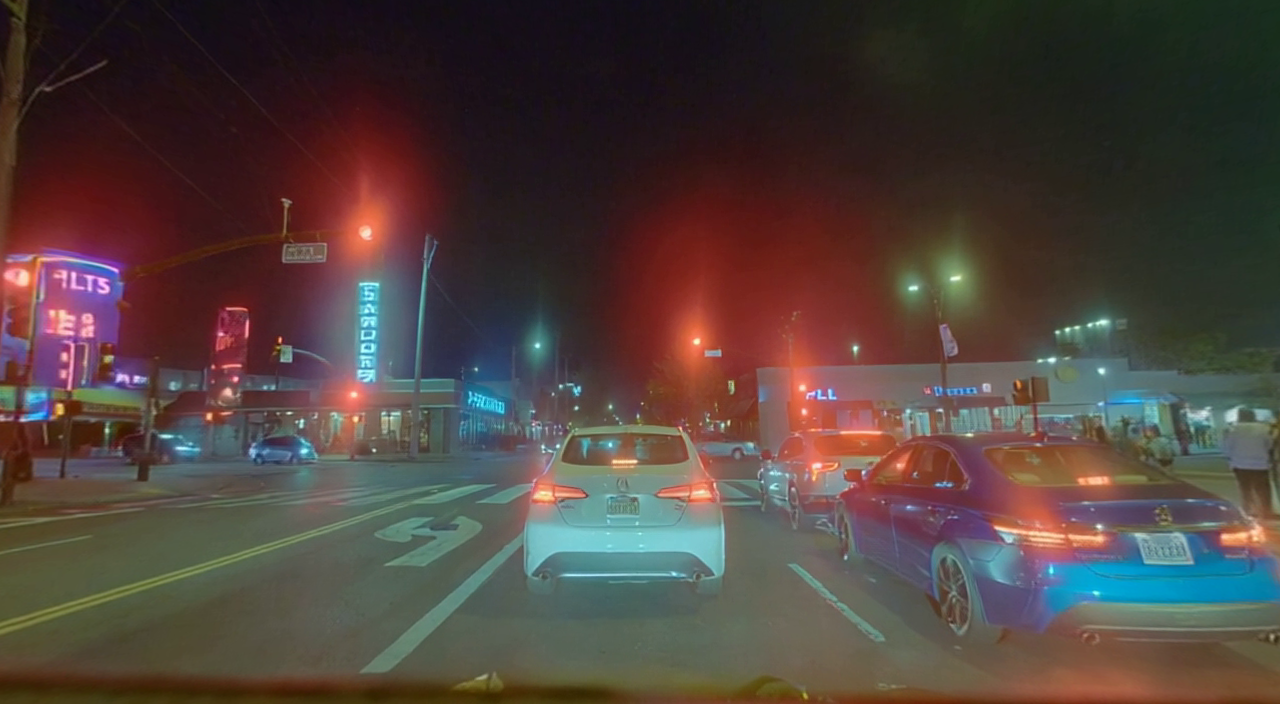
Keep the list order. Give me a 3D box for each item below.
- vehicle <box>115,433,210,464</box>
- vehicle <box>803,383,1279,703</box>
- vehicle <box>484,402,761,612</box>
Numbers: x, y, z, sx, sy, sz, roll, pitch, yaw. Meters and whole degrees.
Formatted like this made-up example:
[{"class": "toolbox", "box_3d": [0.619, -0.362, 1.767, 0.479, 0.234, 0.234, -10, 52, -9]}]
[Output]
[{"class": "vehicle", "box_3d": [-25.797, 5.228, 34.175, 4.253, 1.570, 2.132, -4, -9, 23]}, {"class": "vehicle", "box_3d": [3.037, 1.305, 5.449, 1.983, 1.654, 4.354, 0, -8, -1]}, {"class": "vehicle", "box_3d": [-0.127, 1.539, 7.273, 2.123, 1.589, 4.702, 0, -8, 0]}]
